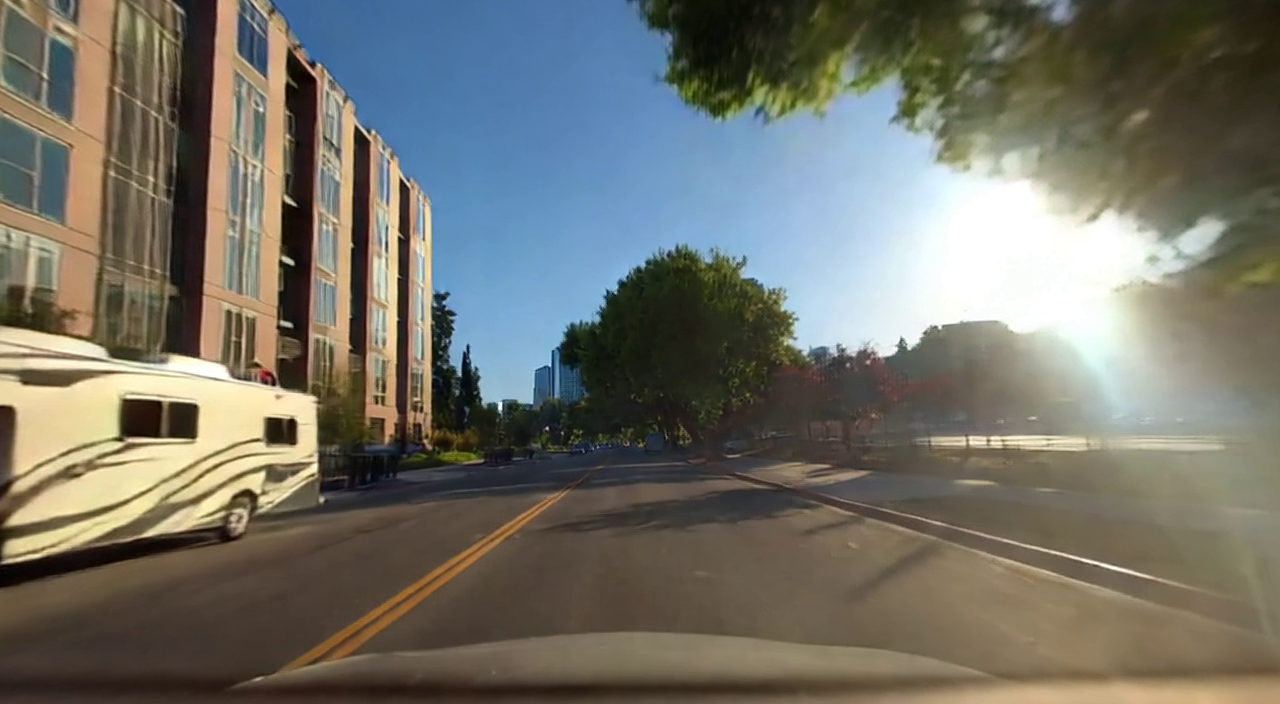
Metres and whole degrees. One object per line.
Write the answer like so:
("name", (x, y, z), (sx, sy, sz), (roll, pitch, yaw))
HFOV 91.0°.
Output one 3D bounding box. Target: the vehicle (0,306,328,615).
("vehicle", (-7.435, 1.274, 7.963), (3.108, 2.771, 7.999), (1, -8, -2))
